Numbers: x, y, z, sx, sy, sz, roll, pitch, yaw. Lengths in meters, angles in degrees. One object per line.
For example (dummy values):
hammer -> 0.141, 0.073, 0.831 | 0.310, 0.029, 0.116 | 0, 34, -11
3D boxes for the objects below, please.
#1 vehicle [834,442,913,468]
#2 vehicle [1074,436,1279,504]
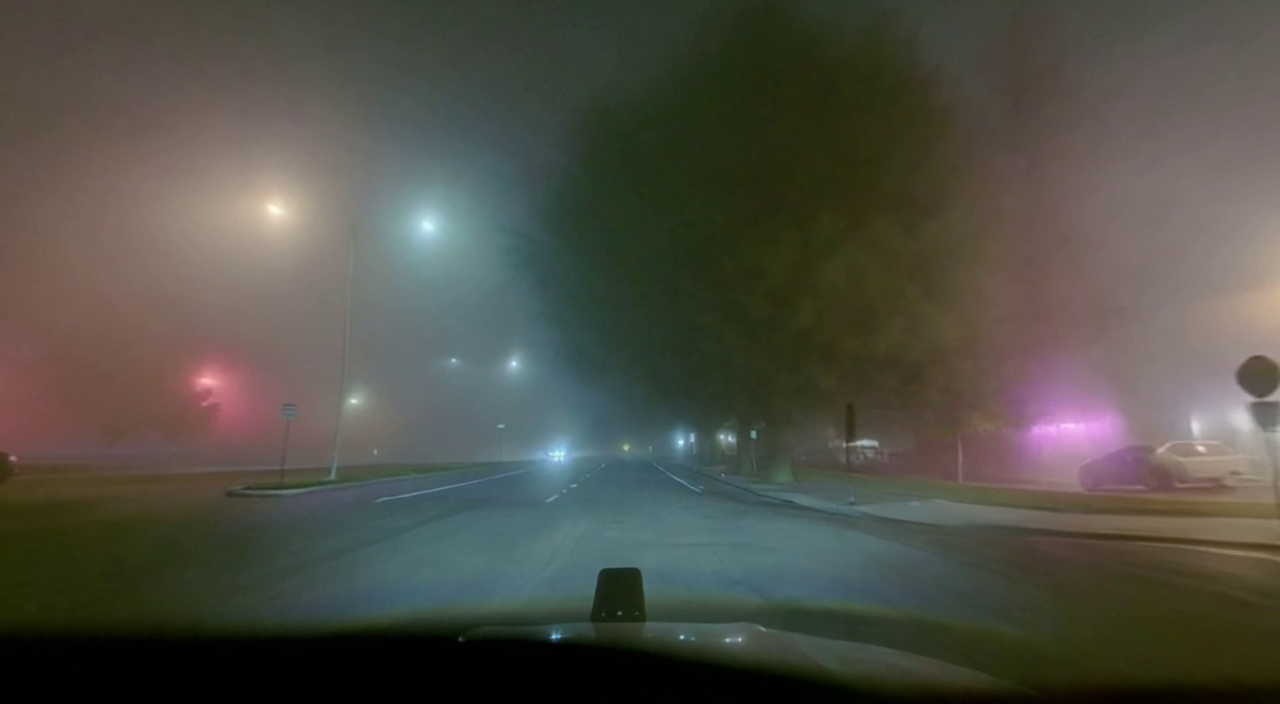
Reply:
vehicle -> 14.719, 6.524, 39.952 | 4.198, 1.561, 1.937 | -1, -11, 1
vehicle -> 15.219, 3.268, 17.862 | 4.268, 1.589, 2.156 | -2, -8, -4
